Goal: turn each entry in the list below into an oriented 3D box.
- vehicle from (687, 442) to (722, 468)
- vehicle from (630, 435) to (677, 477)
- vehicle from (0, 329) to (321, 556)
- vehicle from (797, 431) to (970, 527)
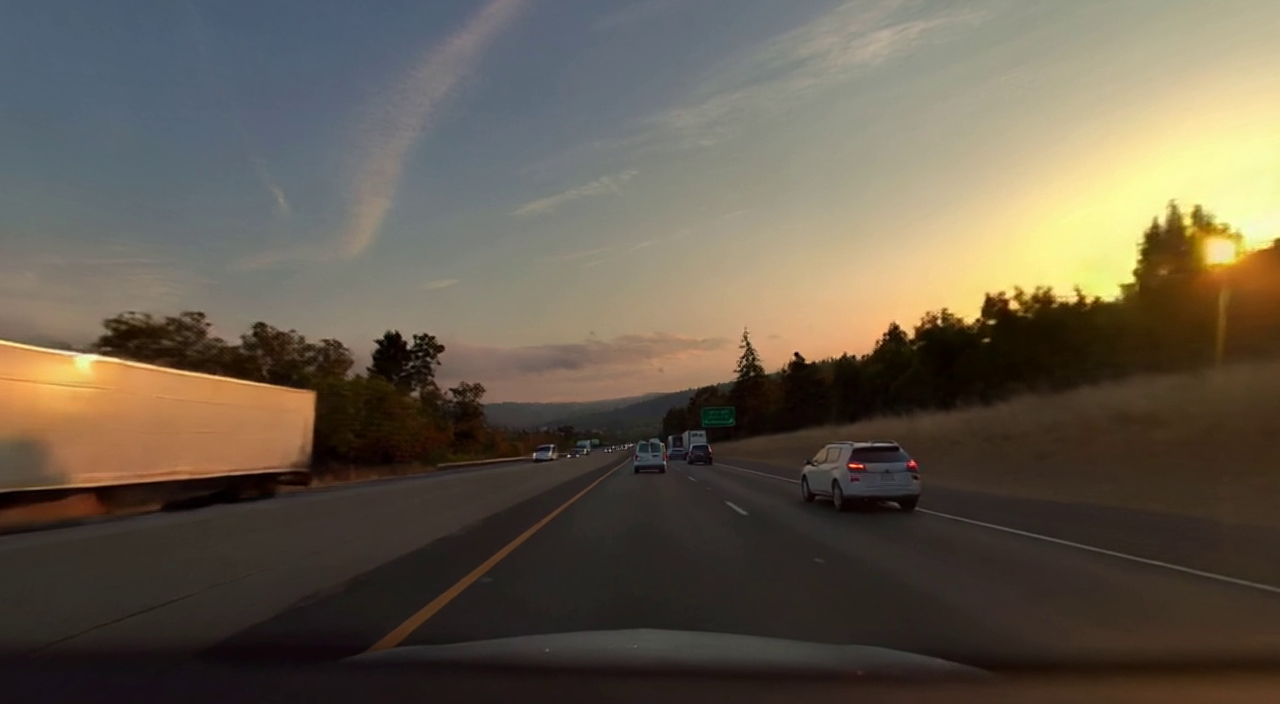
[{"bbox_3d":[4.414,7.145,43.785,1.961,1.689,3.971,0,-9,-1],"label":"vehicle"},{"bbox_3d":[0.622,5.074,30.934,2.143,1.925,4.101,0,-9,1],"label":"vehicle"},{"bbox_3d":[-13.232,2.333,15.943,2.898,4.145,14.046,0,-9,0],"label":"vehicle"},{"bbox_3d":[4.463,2.360,12.189,1.868,1.566,3.509,0,-9,-1],"label":"vehicle"}]
